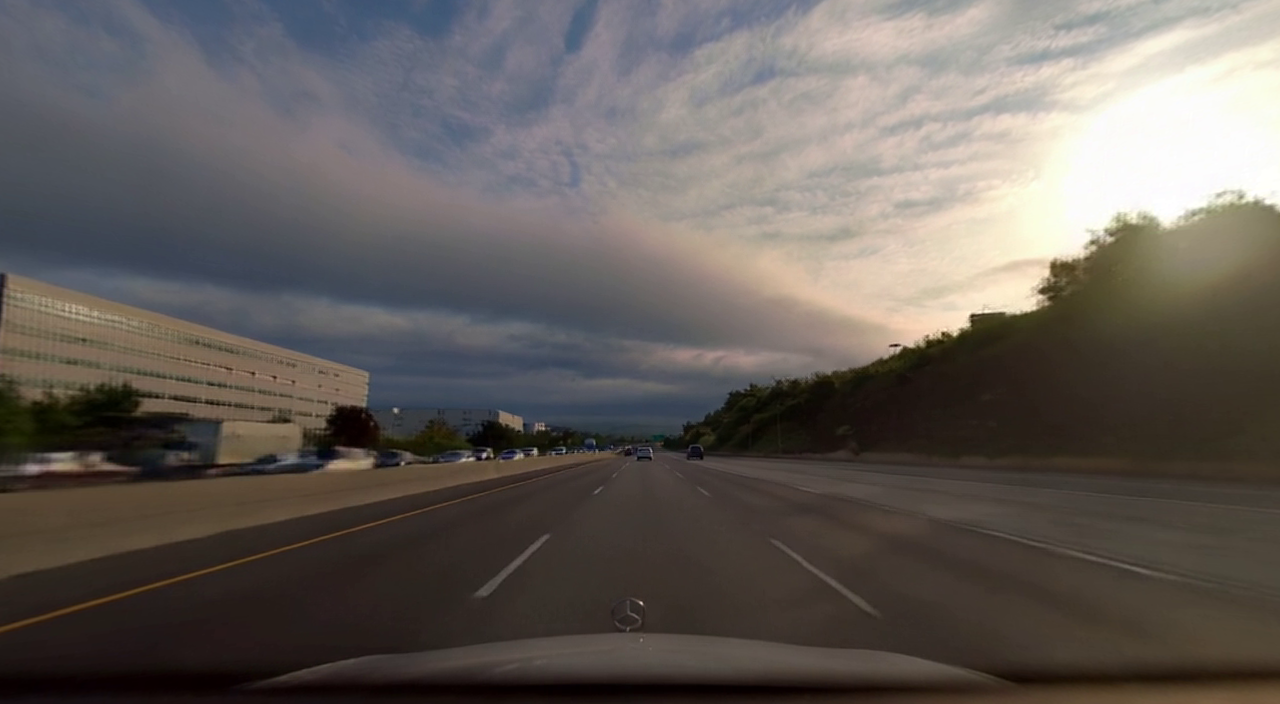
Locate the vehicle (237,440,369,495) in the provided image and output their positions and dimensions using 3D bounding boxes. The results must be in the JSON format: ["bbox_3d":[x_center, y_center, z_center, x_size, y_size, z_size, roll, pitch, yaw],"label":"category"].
[{"bbox_3d":[-10.772,3.721,20.576,1.886,1.568,4.269,0,-9,1],"label":"vehicle"}]

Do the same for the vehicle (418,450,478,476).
[{"bbox_3d":[-11.265,6.544,37.339,1.982,1.420,4.712,-1,-9,1],"label":"vehicle"}]

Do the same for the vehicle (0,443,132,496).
[{"bbox_3d":[-20.392,3.980,21.670,1.924,1.584,4.612,0,-9,0],"label":"vehicle"}]
